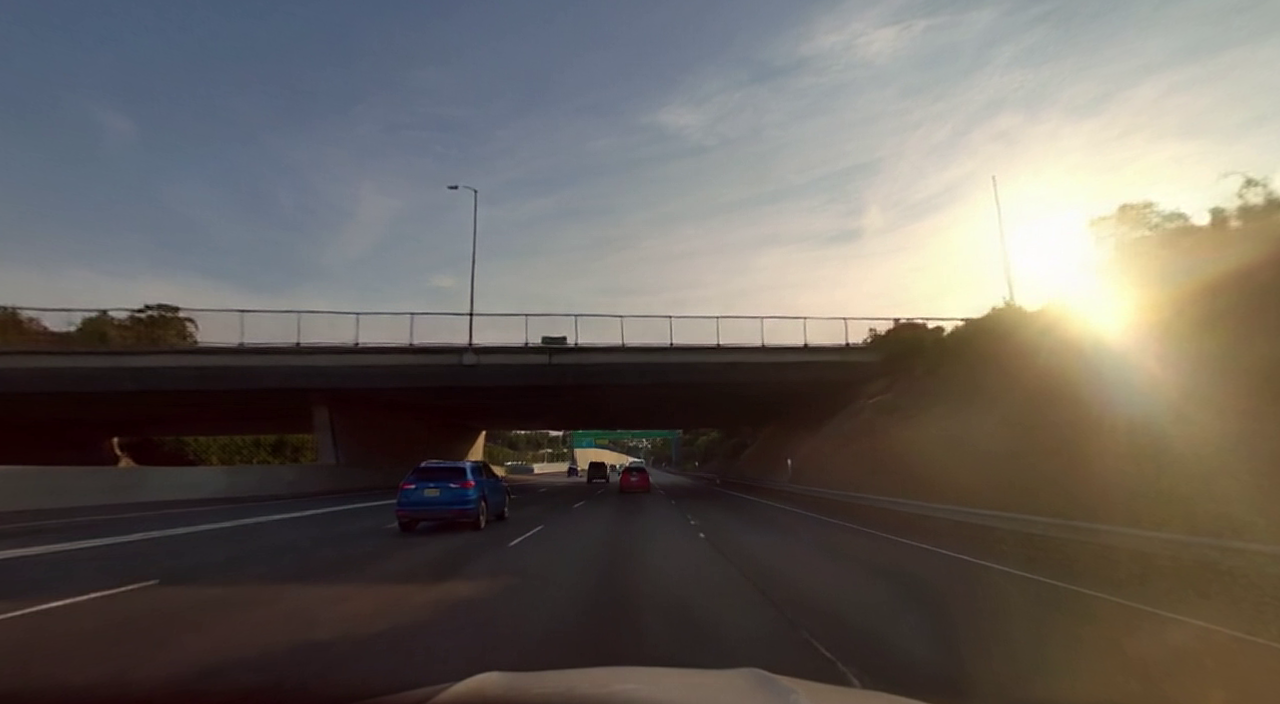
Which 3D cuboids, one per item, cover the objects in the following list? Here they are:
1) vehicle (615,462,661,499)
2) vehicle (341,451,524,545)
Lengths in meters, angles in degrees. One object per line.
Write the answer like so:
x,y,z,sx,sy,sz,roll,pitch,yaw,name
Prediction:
-0.110,5.989,29.518,1.992,1.601,3.762,1,-11,-1,vehicle
-3.925,2.890,12.981,2.102,1.521,4.687,1,-11,1,vehicle
